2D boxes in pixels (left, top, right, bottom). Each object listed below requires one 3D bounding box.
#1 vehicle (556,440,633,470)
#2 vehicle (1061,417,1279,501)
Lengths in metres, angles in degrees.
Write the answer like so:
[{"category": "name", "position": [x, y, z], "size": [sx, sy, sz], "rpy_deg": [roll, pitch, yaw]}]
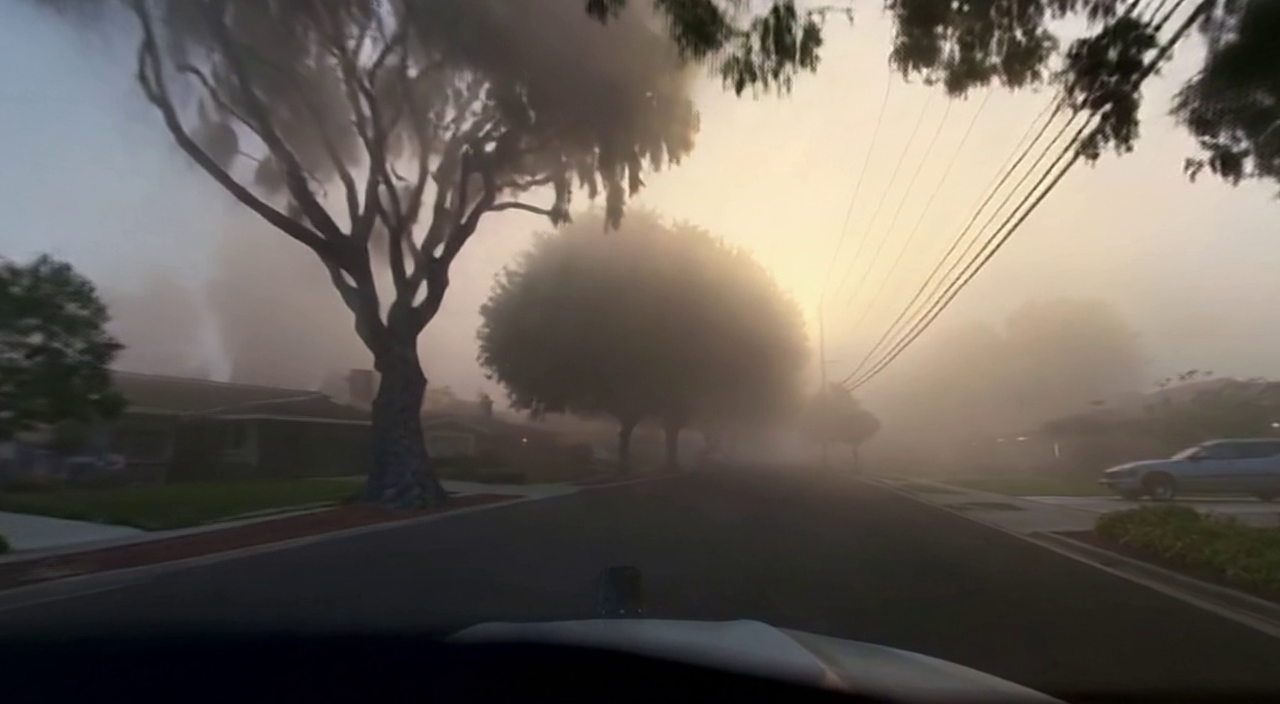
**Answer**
[{"category": "vehicle", "position": [-3.192, 7.301, 45.002], "size": [5.033, 1.997, 2.126], "rpy_deg": [-2, -8, 12]}, {"category": "vehicle", "position": [14.158, 2.603, 15.615], "size": [5.693, 1.886, 2.235], "rpy_deg": [-2, -9, 14]}]
